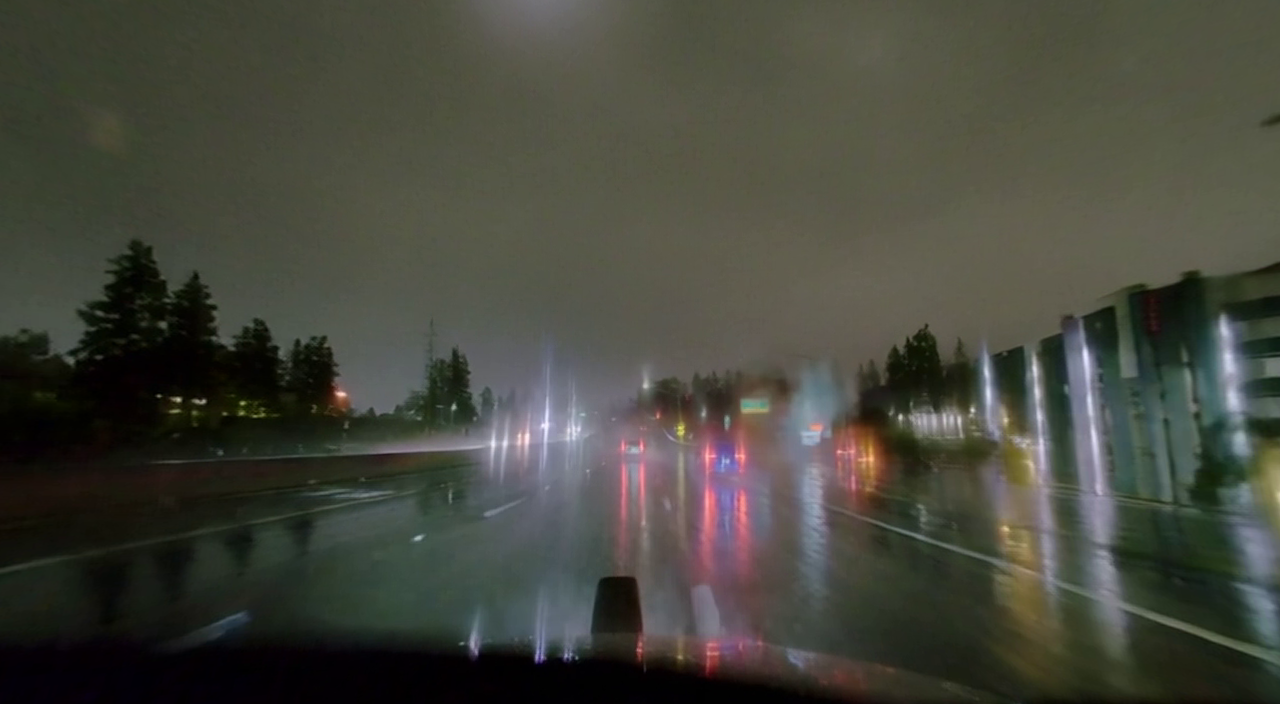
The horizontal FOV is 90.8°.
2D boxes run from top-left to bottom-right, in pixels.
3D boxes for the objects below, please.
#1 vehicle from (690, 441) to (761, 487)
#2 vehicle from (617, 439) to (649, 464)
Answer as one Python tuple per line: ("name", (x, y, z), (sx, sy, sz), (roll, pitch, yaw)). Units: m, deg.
("vehicle", (3.094, 4.156, 23.829), (2.029, 1.528, 4.644), (0, -9, 0))
("vehicle", (-0.427, 7.029, 44.680), (2.127, 1.692, 4.382), (0, -9, 1))
